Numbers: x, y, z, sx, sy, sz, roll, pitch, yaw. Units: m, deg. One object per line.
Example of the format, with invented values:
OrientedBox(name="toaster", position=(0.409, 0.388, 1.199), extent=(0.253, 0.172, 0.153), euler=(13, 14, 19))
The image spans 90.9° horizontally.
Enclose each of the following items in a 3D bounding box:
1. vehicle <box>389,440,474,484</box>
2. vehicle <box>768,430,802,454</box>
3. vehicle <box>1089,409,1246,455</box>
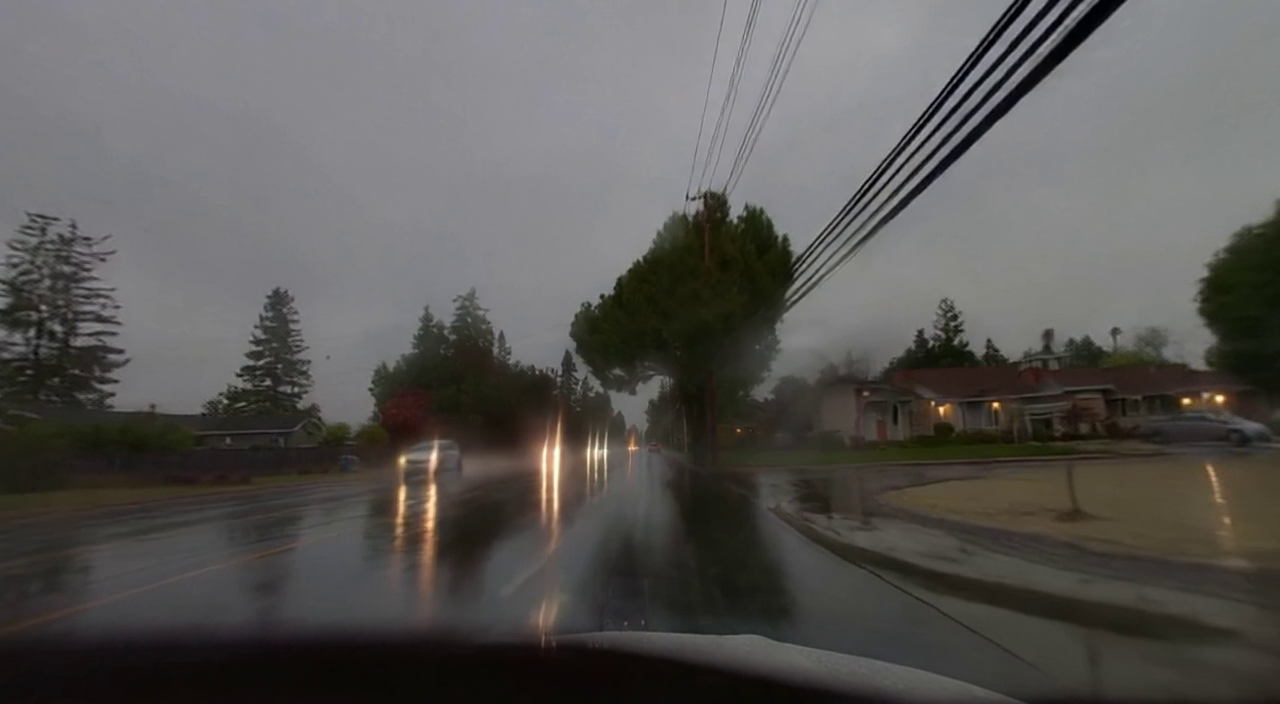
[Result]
OrientedBox(name="vehicle", position=(-8.928, 4.749, 27.462), extent=(2.003, 1.719, 4.489), euler=(0, -9, 2))
OrientedBox(name="vehicle", position=(11.425, 7.187, 49.955), extent=(1.737, 1.633, 3.268), euler=(3, -11, -4))
OrientedBox(name="vehicle", position=(21.775, 3.368, 26.207), extent=(4.389, 1.751, 2.158), euler=(-1, -11, 6))
